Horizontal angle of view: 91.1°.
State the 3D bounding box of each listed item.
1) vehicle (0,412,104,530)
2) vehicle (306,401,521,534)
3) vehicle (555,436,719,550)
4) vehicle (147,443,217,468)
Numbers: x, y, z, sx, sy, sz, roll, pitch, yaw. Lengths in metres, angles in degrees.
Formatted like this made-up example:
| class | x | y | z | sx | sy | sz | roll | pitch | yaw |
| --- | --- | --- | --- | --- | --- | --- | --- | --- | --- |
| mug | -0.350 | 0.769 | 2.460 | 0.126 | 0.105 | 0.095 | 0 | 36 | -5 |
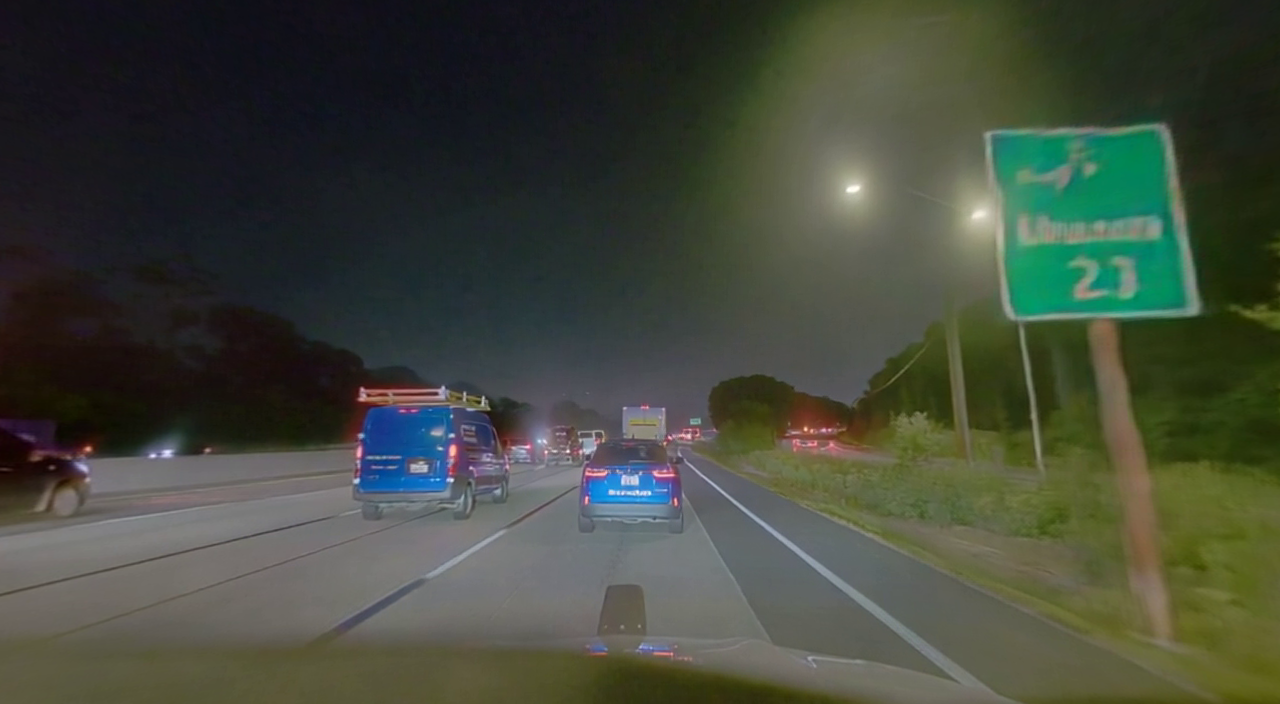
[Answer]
| class | x | y | z | sx | sy | sz | roll | pitch | yaw |
| --- | --- | --- | --- | --- | --- | --- | --- | --- | --- |
| vehicle | -11.245 | 1.806 | 9.363 | 2.040 | 1.872 | 4.969 | 0 | -8 | 0 |
| vehicle | -3.797 | 2.050 | 11.639 | 2.142 | 1.952 | 4.556 | 0 | -8 | 2 |
| vehicle | -0.035 | 2.074 | 9.965 | 2.054 | 1.421 | 4.090 | 0 | -8 | 0 |
| vehicle | -28.741 | 6.493 | 39.494 | 1.630 | 1.437 | 3.588 | -2 | -8 | 1 |
